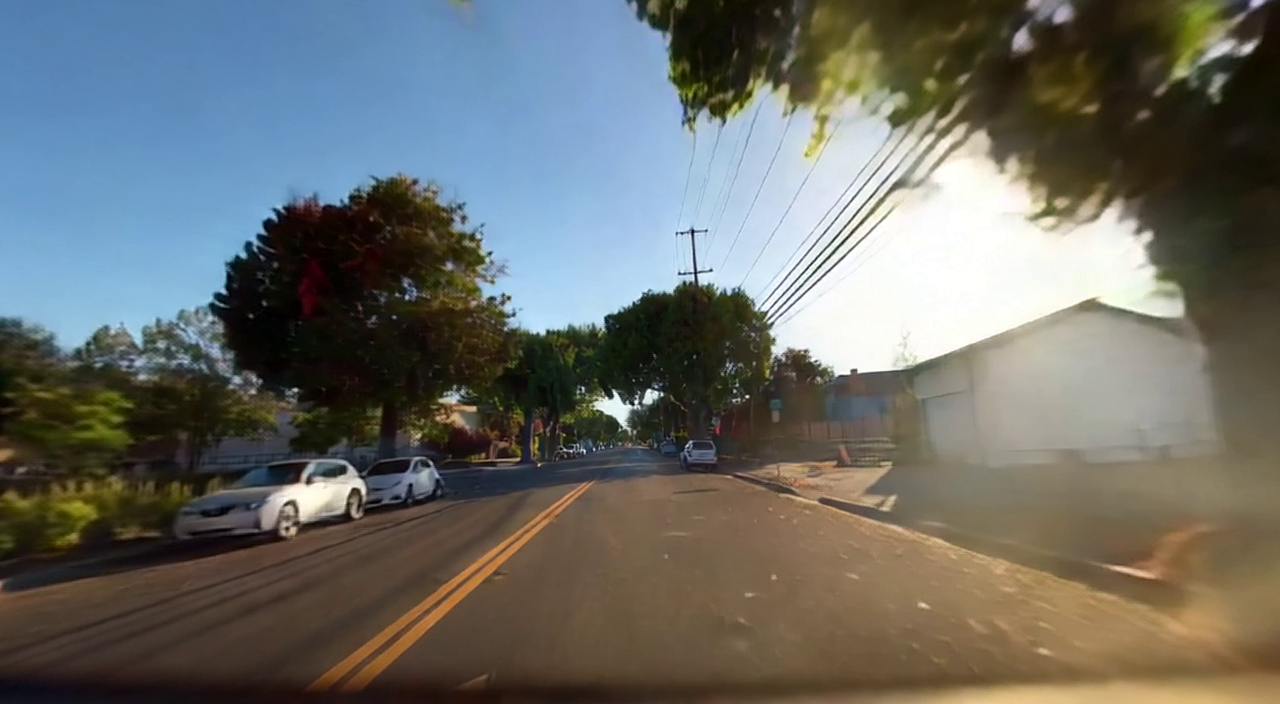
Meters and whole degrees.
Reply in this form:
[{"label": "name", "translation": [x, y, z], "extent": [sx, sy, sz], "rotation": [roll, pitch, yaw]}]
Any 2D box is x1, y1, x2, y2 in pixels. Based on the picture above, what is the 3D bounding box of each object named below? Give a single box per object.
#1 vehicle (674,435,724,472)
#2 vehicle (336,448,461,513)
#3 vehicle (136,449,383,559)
[{"label": "vehicle", "translation": [3.113, 5.487, 34.486], "extent": [2.138, 1.820, 5.218], "rotation": [0, -8, 0]}, {"label": "vehicle", "translation": [-6.567, 3.503, 17.696], "extent": [1.804, 1.403, 4.174], "rotation": [-4, -8, 1]}, {"label": "vehicle", "translation": [-6.622, 2.623, 11.723], "extent": [1.887, 1.460, 4.444], "rotation": [-4, -8, -1]}]
